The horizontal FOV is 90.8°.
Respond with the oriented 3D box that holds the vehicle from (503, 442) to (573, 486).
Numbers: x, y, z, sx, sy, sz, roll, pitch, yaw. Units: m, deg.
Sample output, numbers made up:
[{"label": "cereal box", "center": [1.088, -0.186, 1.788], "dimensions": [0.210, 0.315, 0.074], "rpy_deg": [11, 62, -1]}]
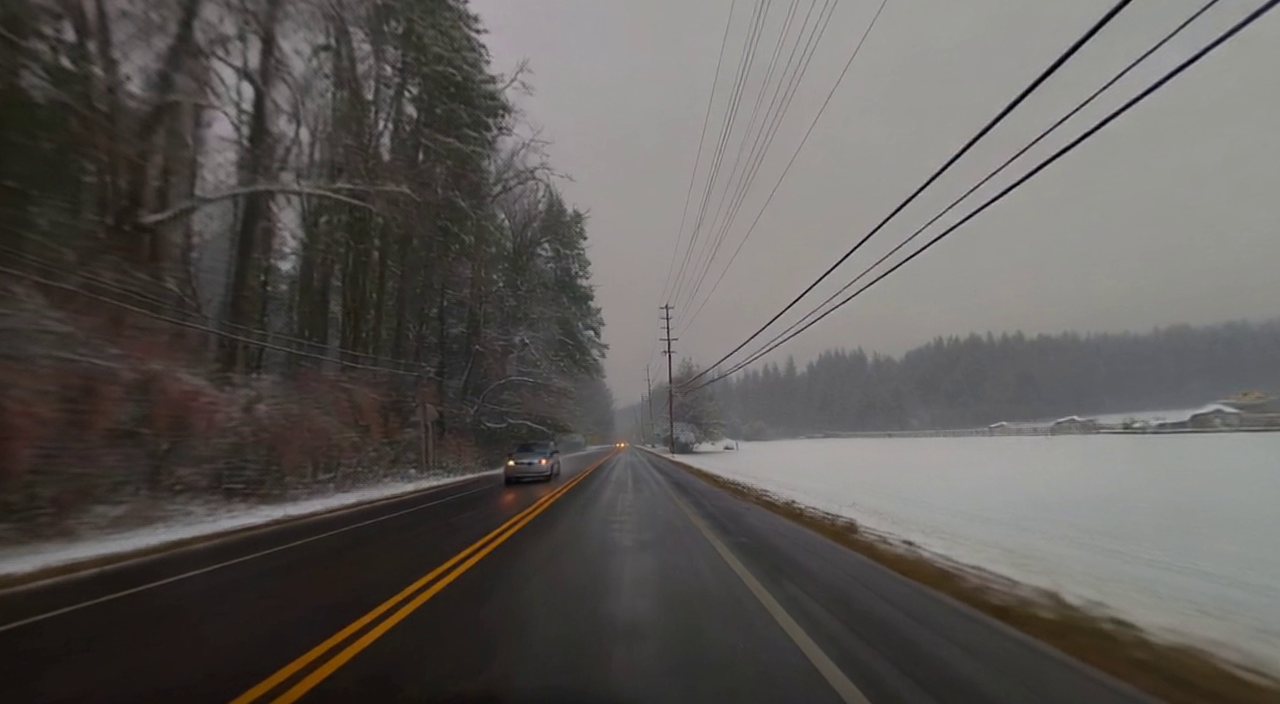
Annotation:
[{"label": "vehicle", "center": [-3.925, 4.364, 24.979], "dimensions": [2.030, 1.552, 4.188], "rpy_deg": [0, -9, 0]}]
